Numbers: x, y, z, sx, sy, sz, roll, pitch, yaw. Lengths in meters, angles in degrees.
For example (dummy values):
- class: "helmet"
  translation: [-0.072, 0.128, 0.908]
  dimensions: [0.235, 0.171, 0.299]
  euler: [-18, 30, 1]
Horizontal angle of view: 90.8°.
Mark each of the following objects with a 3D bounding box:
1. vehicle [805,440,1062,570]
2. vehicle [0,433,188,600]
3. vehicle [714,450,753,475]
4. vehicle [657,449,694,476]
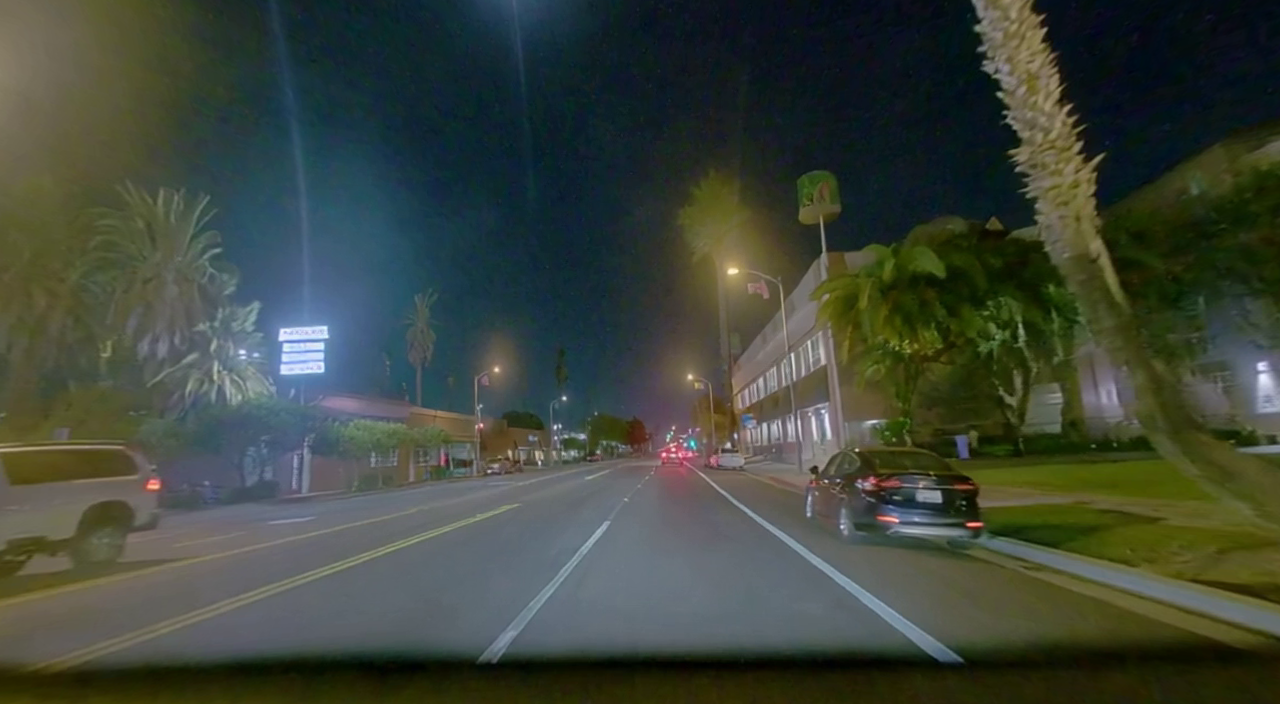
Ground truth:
- class: "vehicle"
  translation: [4.156, 2.198, 10.021]
  dimensions: [2.025, 1.538, 4.707]
  euler: [-1, -9, 3]
- class: "vehicle"
  translation: [-8.375, 1.925, 7.617]
  dimensions: [2.356, 1.842, 5.364]
  euler: [1, -9, -7]
- class: "vehicle"
  translation: [5.893, 7.019, 40.339]
  dimensions: [1.834, 1.504, 4.331]
  euler: [0, -9, 0]
- class: "vehicle"
  translation: [2.092, 6.542, 37.766]
  dimensions: [2.067, 1.477, 4.653]
  euler: [0, -9, 3]
